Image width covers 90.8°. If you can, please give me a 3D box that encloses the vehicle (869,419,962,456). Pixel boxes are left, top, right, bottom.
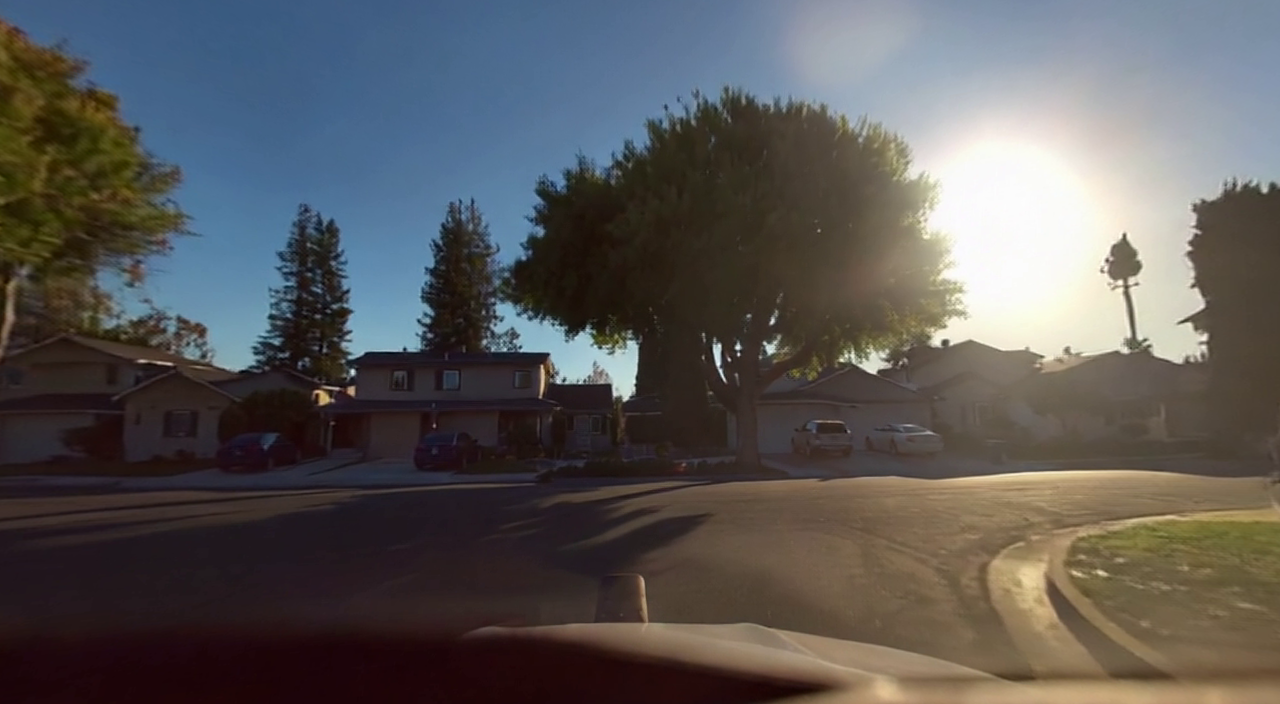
[{"bbox_3d":[12.359,3.916,28.656,1.873,1.556,4.216,1,-9,-8],"label":"vehicle"}]

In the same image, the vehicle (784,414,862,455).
[{"bbox_3d":[8.357,3.872,29.280,1.937,1.731,4.179,1,-9,-6],"label":"vehicle"}]

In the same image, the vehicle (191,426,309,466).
[{"bbox_3d":[-17.811,4.332,29.145,1.942,1.700,4.478,-2,-9,13],"label":"vehicle"}]

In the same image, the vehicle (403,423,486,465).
[{"bbox_3d":[-8.325,4.017,27.425,1.942,1.651,4.655,0,-8,2],"label":"vehicle"}]
